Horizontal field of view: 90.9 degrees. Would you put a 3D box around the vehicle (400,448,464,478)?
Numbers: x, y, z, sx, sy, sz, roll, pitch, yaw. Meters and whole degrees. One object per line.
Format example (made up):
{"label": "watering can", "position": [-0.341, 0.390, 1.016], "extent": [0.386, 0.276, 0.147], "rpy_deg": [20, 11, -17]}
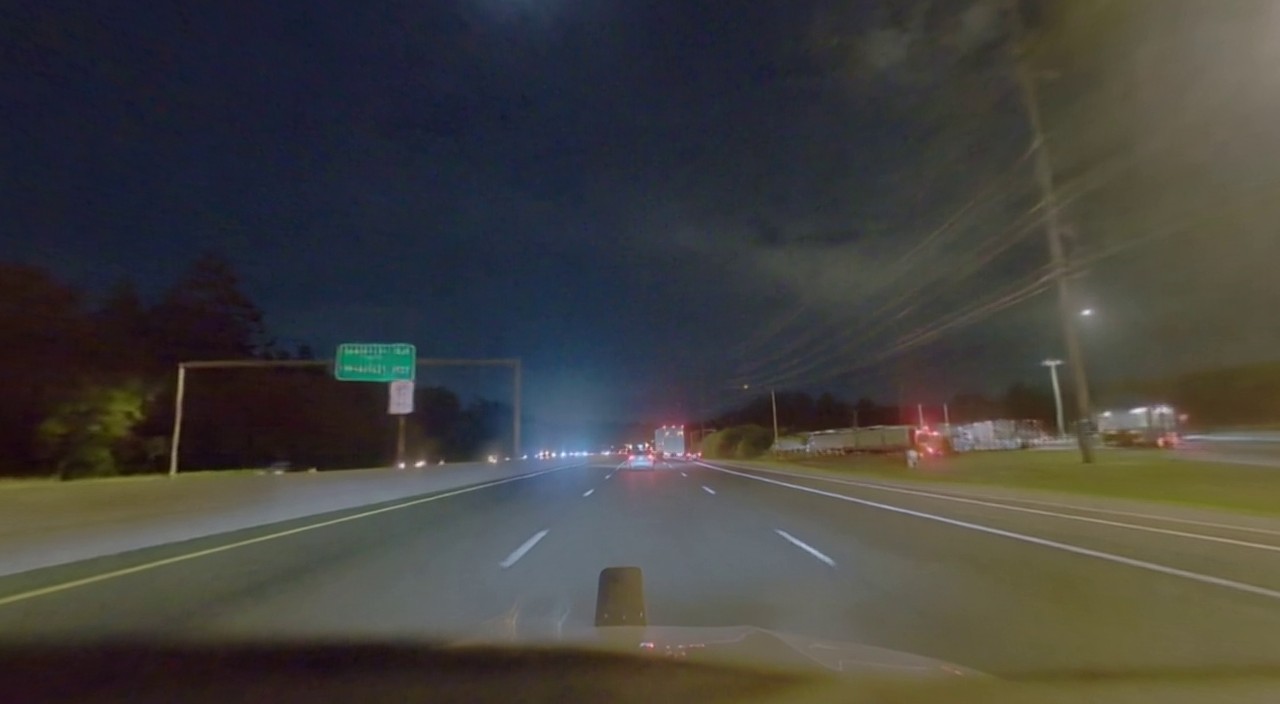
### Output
{"label": "vehicle", "position": [-11.375, 6.105, 34.851], "extent": [1.950, 1.505, 4.757], "rpy_deg": [0, -9, 0]}

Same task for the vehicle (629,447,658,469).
{"label": "vehicle", "position": [0.278, 8.154, 48.430], "extent": [2.111, 1.599, 3.859], "rpy_deg": [0, -9, 0]}

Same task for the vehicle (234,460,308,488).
{"label": "vehicle", "position": [-22.557, 7.434, 38.752], "extent": [1.825, 1.524, 4.595], "rpy_deg": [0, -9, -1]}
